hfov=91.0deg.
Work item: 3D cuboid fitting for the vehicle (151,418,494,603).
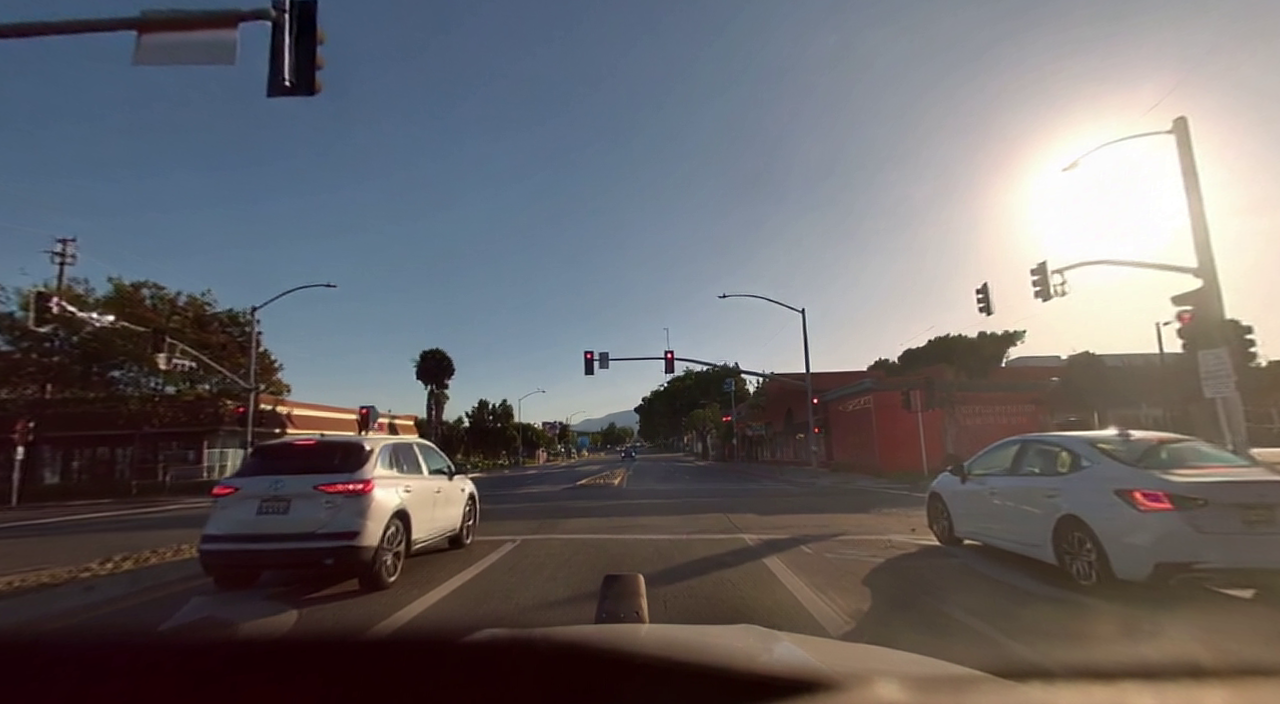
[{"bbox_3d":[-3.350,1.740,7.834,1.947,1.627,4.248,0,-9,1],"label":"vehicle"}]

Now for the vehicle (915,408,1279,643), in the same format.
[{"bbox_3d":[4.984,1.570,6.776,2.039,1.655,4.495,0,-9,1],"label":"vehicle"}]
